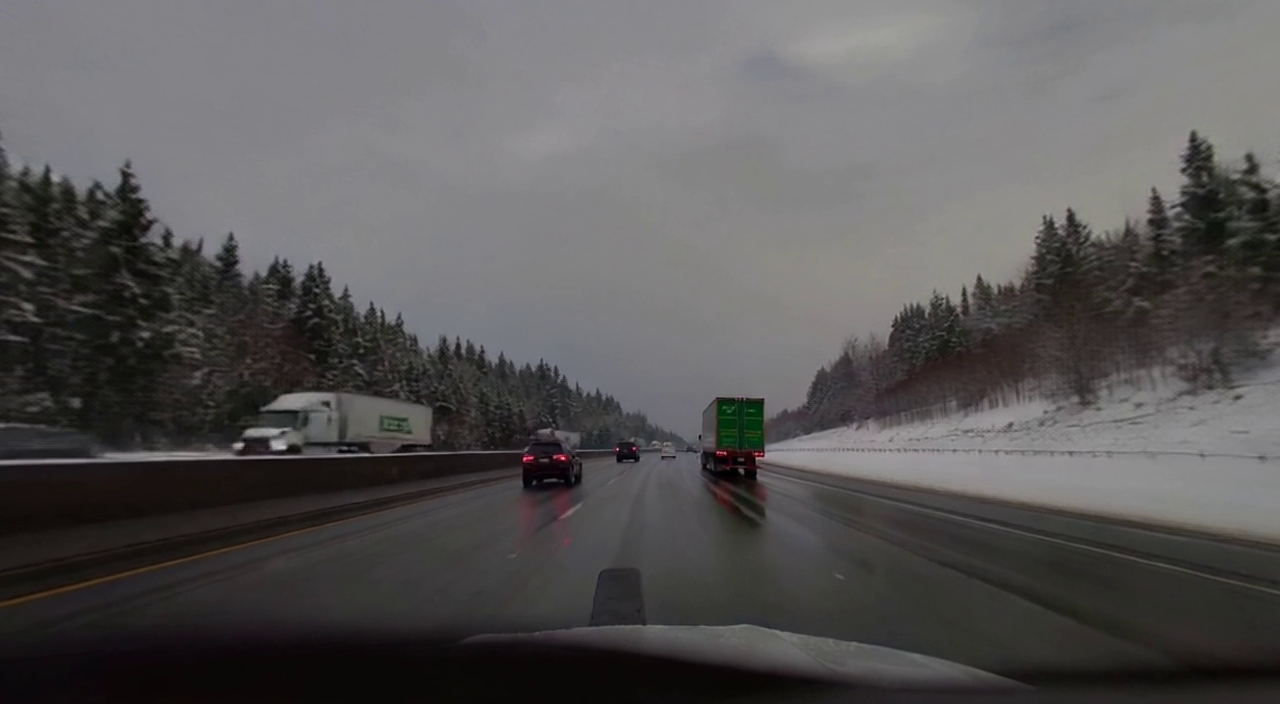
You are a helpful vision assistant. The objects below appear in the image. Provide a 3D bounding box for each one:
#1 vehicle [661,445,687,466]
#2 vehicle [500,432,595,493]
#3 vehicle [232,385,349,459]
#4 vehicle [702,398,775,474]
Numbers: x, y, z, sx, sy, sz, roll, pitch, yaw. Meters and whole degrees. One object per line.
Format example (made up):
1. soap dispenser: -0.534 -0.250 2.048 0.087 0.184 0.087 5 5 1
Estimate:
1. vehicle: 2.681 8.182 49.849 1.990 1.537 3.725 0 -9 3
2. vehicle: -2.823 3.513 20.338 2.205 1.728 4.397 0 -9 3
3. vehicle: -19.830 4.128 36.211 2.955 3.915 5.783 0 -9 4
4. vehicle: 5.926 5.529 40.524 3.057 3.993 13.914 0 -9 3
